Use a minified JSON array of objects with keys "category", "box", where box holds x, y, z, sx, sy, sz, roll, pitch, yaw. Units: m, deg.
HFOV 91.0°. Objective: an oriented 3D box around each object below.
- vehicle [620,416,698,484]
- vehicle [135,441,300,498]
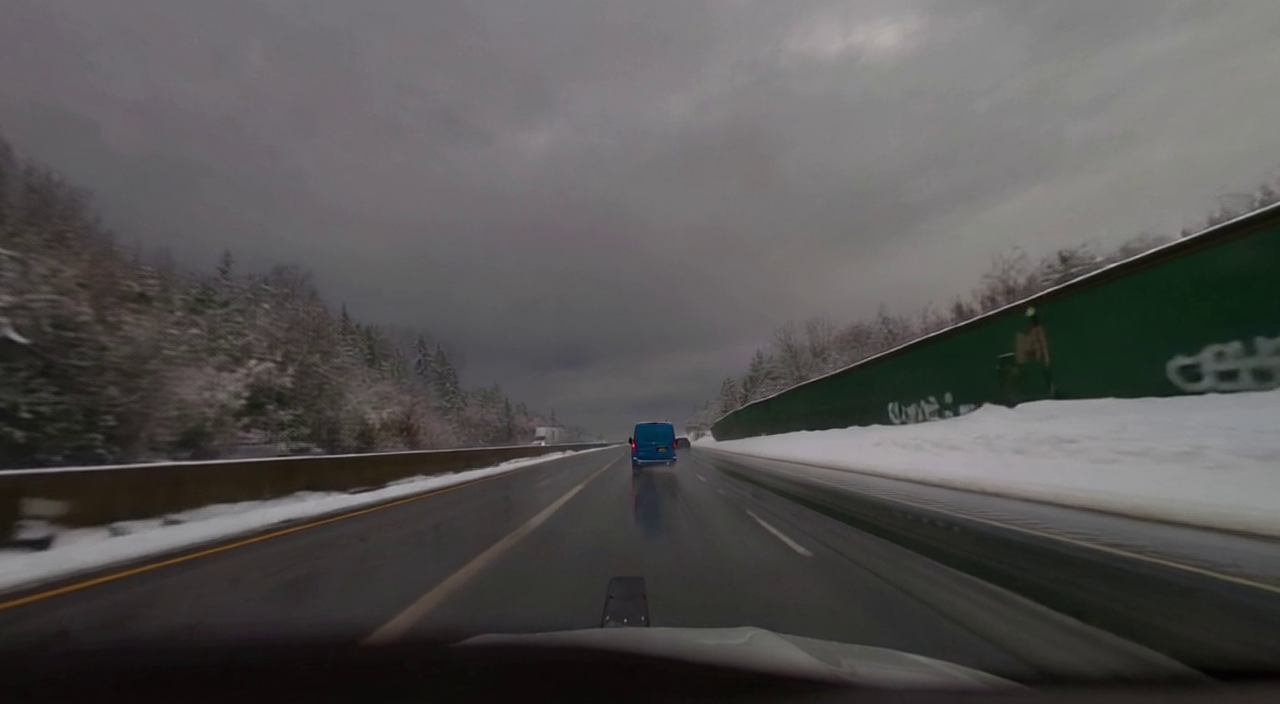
[{"category":"vehicle","box":[0.547,3.192,20.650,2.283,1.956,4.421,0,-8,0]},{"category":"vehicle","box":[-12.646,3.510,19.257,1.956,1.510,4.329,0,-8,1]}]
